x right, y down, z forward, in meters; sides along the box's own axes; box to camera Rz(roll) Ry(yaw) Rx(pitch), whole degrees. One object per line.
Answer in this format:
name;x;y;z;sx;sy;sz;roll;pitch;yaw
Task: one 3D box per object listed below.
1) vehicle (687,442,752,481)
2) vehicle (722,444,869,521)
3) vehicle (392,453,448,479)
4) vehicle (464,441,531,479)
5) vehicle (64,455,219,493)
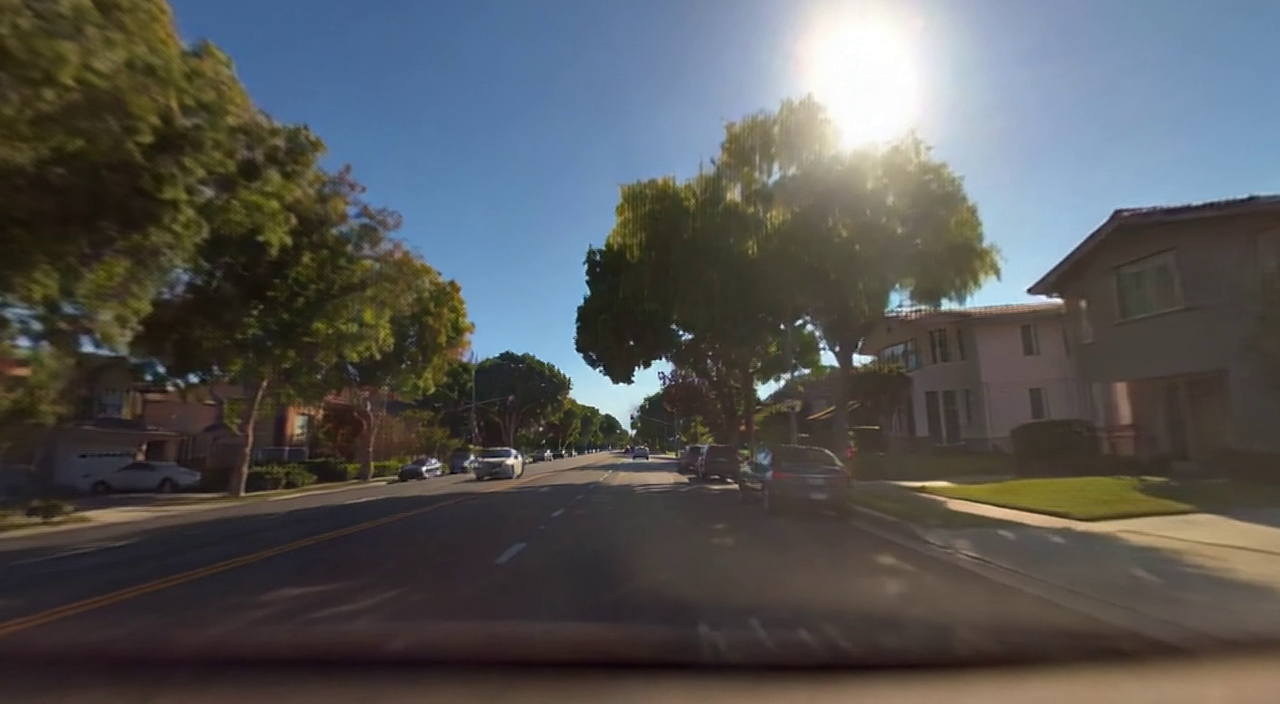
vehicle;3.414;4.830;28.215;2.034;1.551;5.272;0;-9;-2
vehicle;3.373;2.951;14.946;2.158;1.477;5.135;0;-9;0
vehicle;-13.977;7.258;40.454;2.021;1.513;4.568;0;-9;-1
vehicle;-7.183;5.497;32.430;2.120;1.726;5.445;0;-9;0
vehicle;-21.219;5.187;27.054;4.870;1.529;2.004;0;-9;0
